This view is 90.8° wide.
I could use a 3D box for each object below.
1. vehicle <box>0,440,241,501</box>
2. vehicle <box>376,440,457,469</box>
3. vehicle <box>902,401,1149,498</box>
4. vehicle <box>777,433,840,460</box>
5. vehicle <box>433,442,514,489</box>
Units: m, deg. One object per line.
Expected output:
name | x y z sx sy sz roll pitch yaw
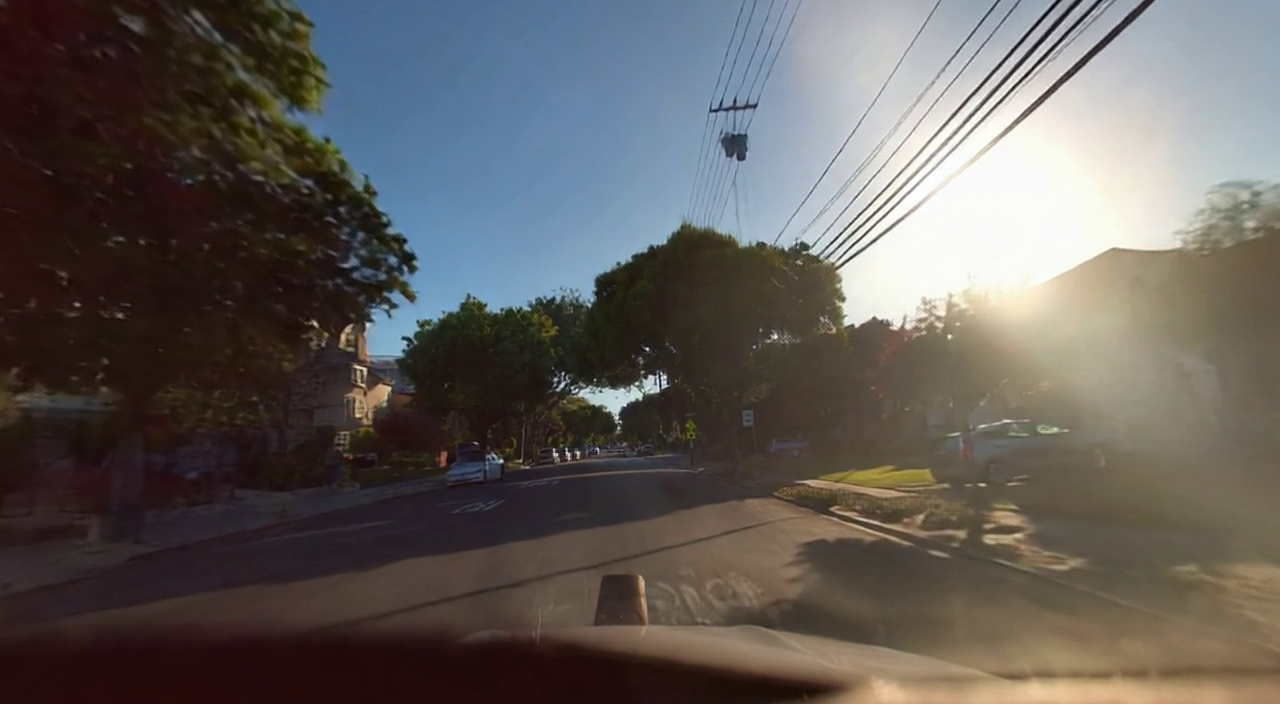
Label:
vehicle | -14.873 3.343 18.063 5.395 1.615 2.132 0 -9 -2
vehicle | -14.824 6.812 42.085 4.543 1.824 2.379 1 -9 -3
vehicle | 9.561 2.423 15.971 4.822 1.864 2.100 -4 -8 -6
vehicle | 12.817 7.211 48.113 4.145 1.767 1.880 -8 -10 29
vehicle | -7.080 4.856 27.453 2.162 1.757 5.201 -2 -9 -1
